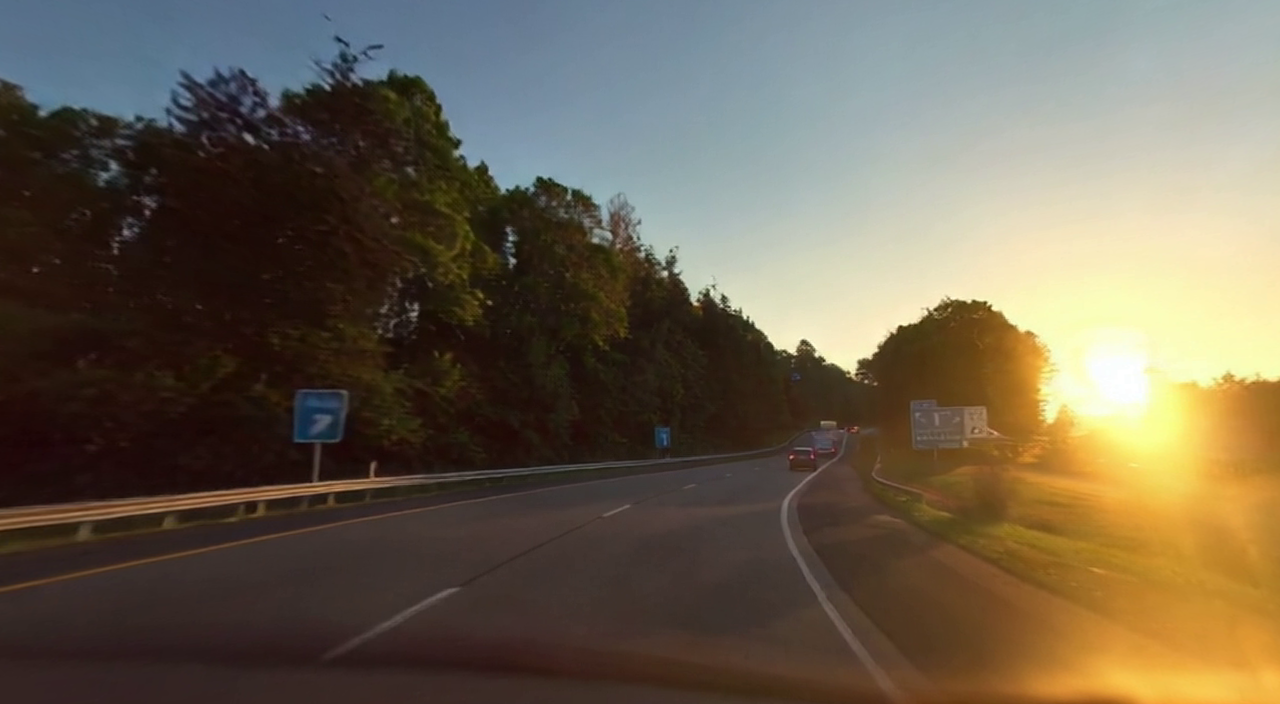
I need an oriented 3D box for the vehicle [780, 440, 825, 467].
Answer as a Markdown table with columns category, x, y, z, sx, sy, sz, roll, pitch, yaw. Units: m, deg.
| category | x | y | z | sx | sy | sz | roll | pitch | yaw |
| --- | --- | --- | --- | --- | --- | --- | --- | --- | --- |
| vehicle | 10.596 | 6.577 | 40.889 | 2.221 | 1.674 | 4.325 | -4 | -10 | 21 |
